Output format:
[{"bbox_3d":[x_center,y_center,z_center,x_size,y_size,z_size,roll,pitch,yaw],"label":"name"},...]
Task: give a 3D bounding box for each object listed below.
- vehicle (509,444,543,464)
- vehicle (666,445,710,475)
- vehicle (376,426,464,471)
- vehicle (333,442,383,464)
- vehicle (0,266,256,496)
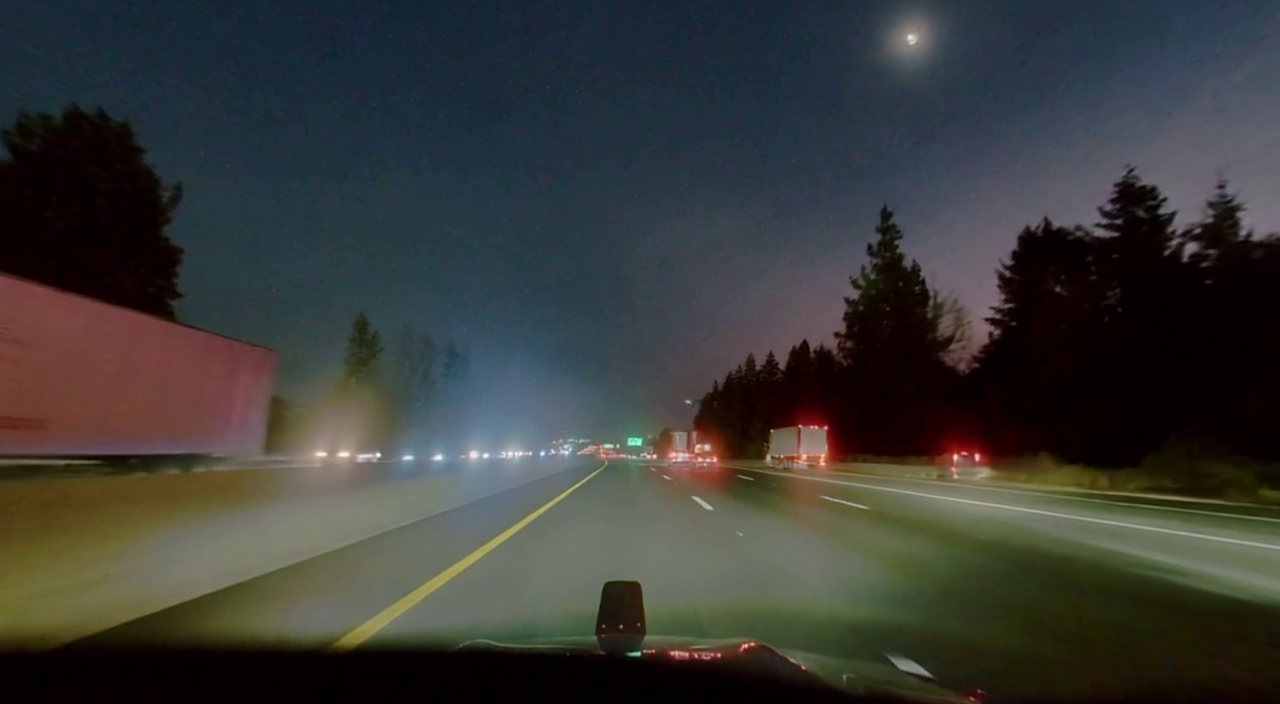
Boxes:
[{"bbox_3d":[-8.683,7.773,48.274,1.896,1.453,4.125,0,-9,-1],"label":"vehicle"},{"bbox_3d":[2.665,6.124,35.860,2.111,1.599,3.859,0,-9,-2],"label":"vehicle"},{"bbox_3d":[-8.316,3.722,24.202,1.965,1.566,4.141,0,-9,-2],"label":"vehicle"},{"bbox_3d":[-20.492,7.334,45.969,1.822,1.495,4.247,1,-9,-4],"label":"vehicle"},{"bbox_3d":[-12.616,0.999,14.069,2.867,3.956,8.117,0,-9,-1],"label":"vehicle"}]
